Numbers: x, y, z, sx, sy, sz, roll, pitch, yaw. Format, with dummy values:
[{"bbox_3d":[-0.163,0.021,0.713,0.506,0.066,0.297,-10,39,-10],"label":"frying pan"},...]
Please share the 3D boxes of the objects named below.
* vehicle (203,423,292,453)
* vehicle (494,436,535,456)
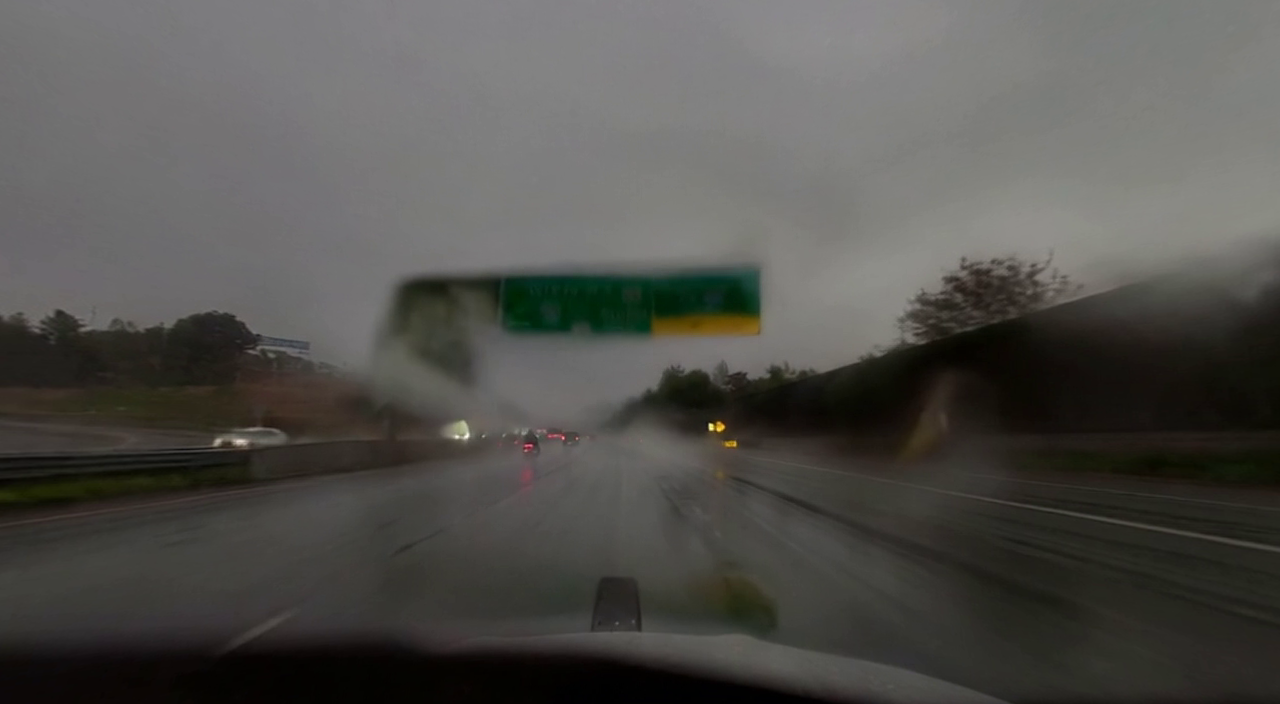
[{"bbox_3d":[-20.925,4.625,33.871,1.905,1.523,4.576,0,-8,-1],"label":"vehicle"},{"bbox_3d":[-9.307,6.967,47.103,2.053,1.409,4.704,0,-8,0],"label":"vehicle"}]
